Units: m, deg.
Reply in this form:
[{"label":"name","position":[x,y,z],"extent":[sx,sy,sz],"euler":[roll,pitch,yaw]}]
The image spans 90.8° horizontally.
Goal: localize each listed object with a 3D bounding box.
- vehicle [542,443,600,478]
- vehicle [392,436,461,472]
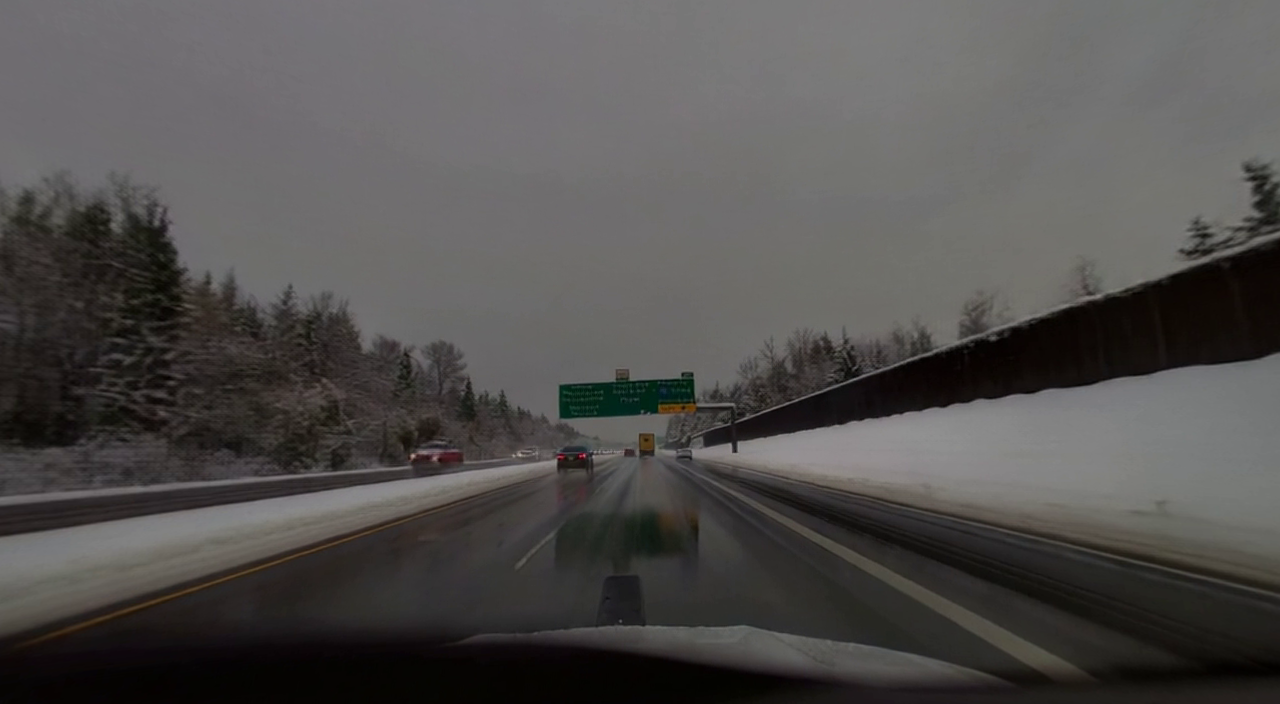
[{"label":"vehicle","position":[-3.028,4.873,28.589],"extent":[2.020,1.475,4.434],"euler":[0,-9,1]},{"label":"vehicle","position":[-11.872,5.703,35.490],"extent":[2.075,1.873,4.972],"euler":[0,-9,1]}]
